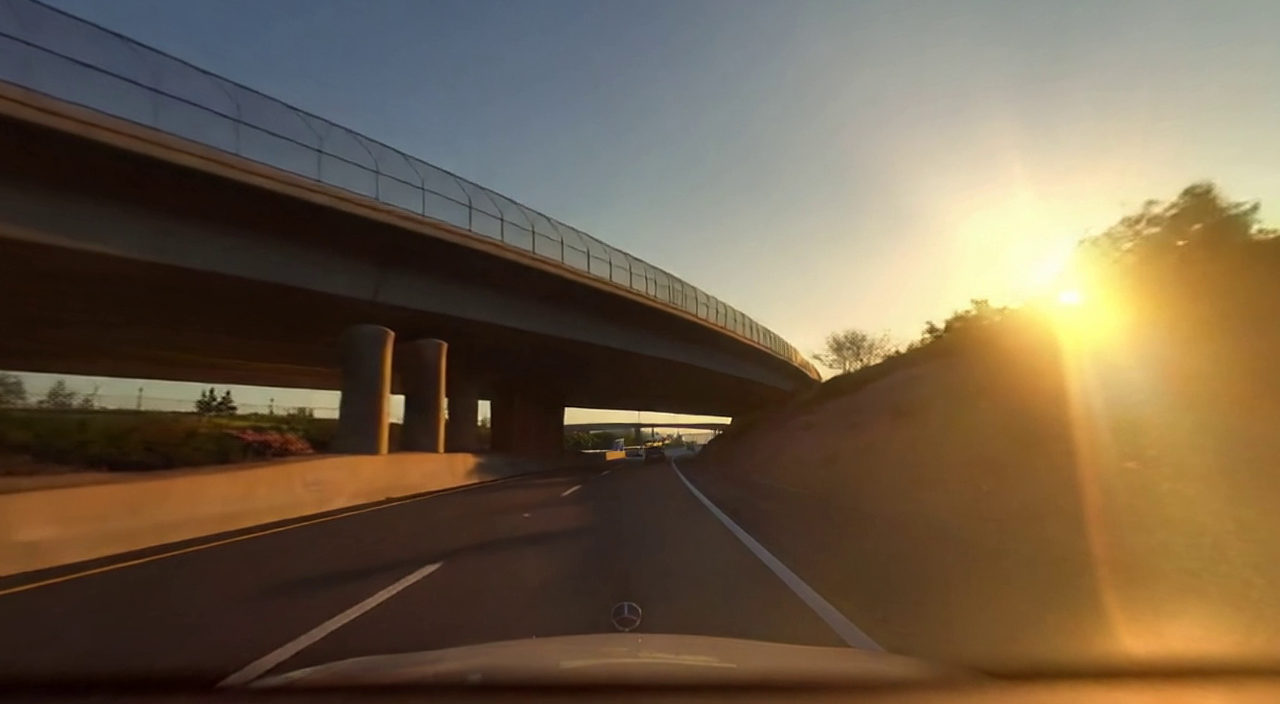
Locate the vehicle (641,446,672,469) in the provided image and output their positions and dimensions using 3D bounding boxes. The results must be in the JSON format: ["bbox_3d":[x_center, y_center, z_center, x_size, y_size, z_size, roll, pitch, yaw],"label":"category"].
[{"bbox_3d":[1.272,7.867,47.295,2.221,1.603,4.149,-1,-9,2],"label":"vehicle"}]
